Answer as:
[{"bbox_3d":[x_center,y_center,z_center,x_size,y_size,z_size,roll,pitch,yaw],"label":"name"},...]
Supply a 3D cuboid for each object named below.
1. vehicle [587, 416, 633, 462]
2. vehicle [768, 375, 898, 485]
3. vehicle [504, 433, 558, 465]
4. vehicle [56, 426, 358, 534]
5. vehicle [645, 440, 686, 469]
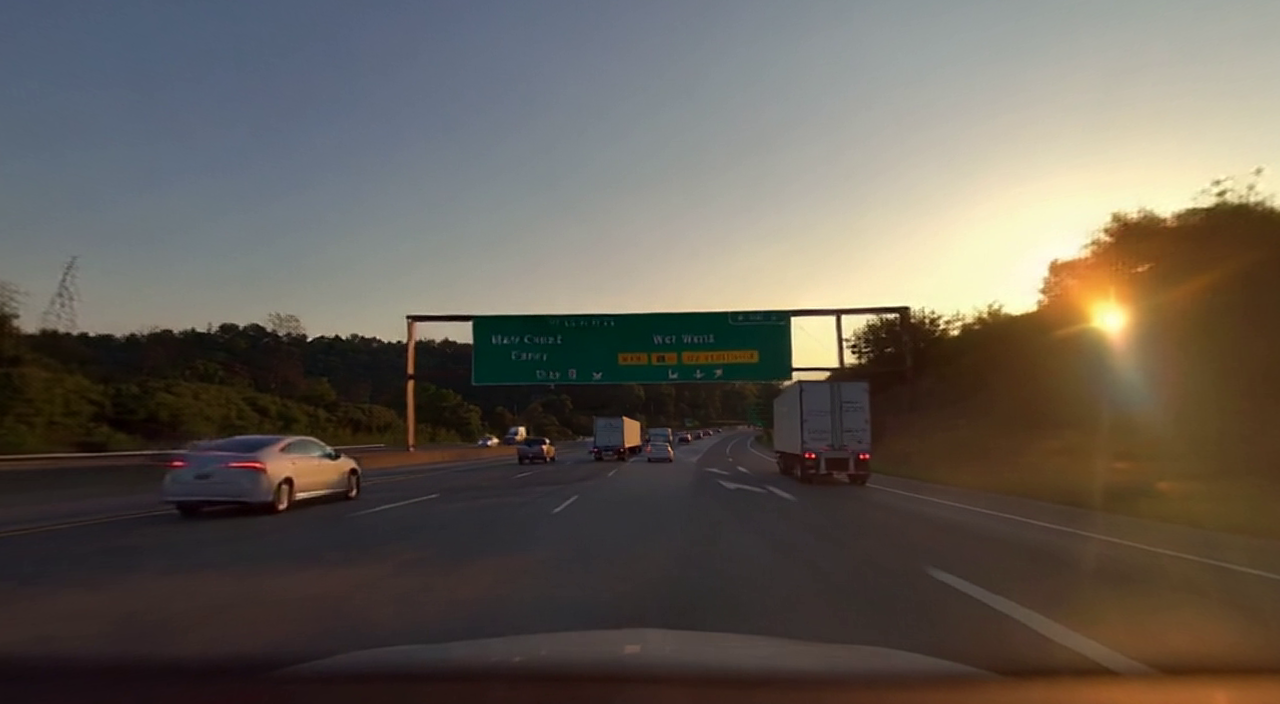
[{"bbox_3d":[-2.126,6.668,47.953,2.745,3.156,7.608,0,-8,3],"label":"vehicle"},{"bbox_3d":[6.901,3.035,23.953,2.895,3.484,7.631,-1,-9,4],"label":"vehicle"},{"bbox_3d":[-6.763,6.097,39.744,2.272,1.850,5.156,0,-8,2],"label":"vehicle"},{"bbox_3d":[-7.079,2.128,11.119,1.950,1.485,4.589,0,-8,2],"label":"vehicle"},{"bbox_3d":[1.345,5.551,34.336,2.105,1.502,4.068,0,-8,1],"label":"vehicle"}]
